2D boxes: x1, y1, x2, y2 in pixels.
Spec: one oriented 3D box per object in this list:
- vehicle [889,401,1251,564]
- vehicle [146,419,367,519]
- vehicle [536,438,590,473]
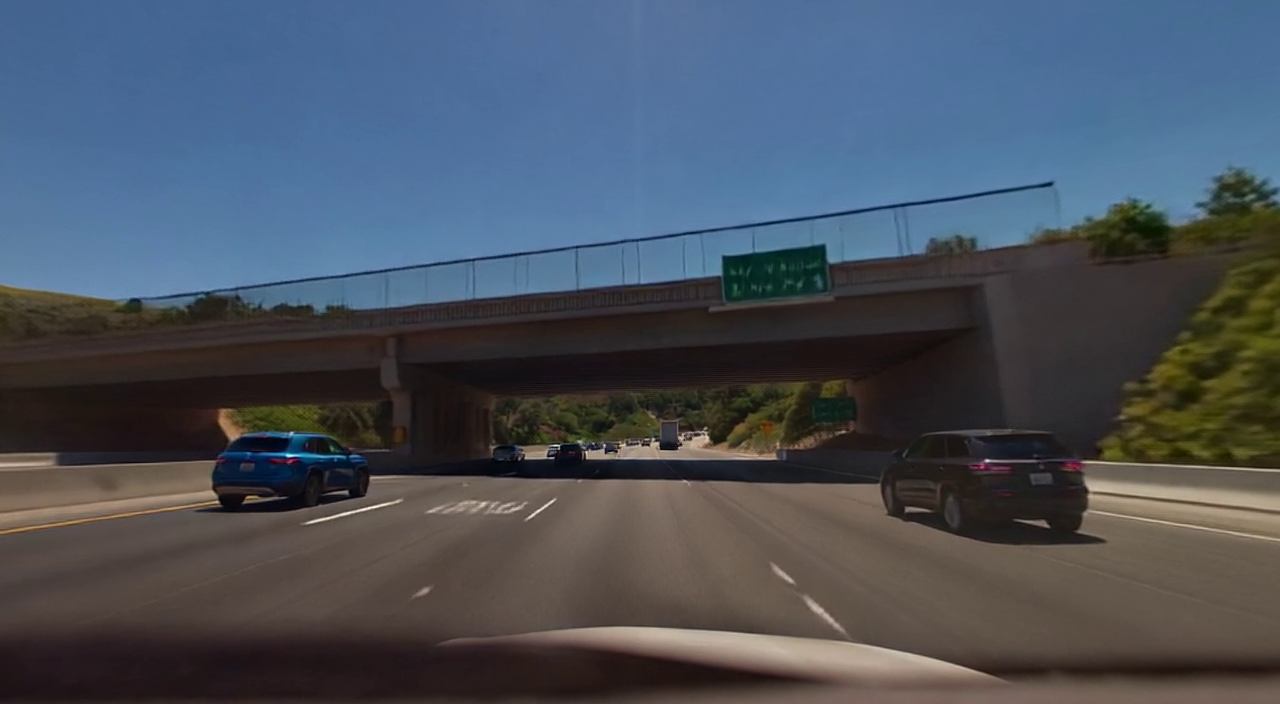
[{"bbox_3d":[5.492,1.731,9.065,1.950,1.719,4.545,0,-9,0],"label":"vehicle"},{"bbox_3d":[-7.433,2.302,12.876,1.860,1.694,4.173,0,-9,0],"label":"vehicle"},{"bbox_3d":[-3.487,4.795,29.456,1.925,1.509,4.363,0,-9,1],"label":"vehicle"}]
